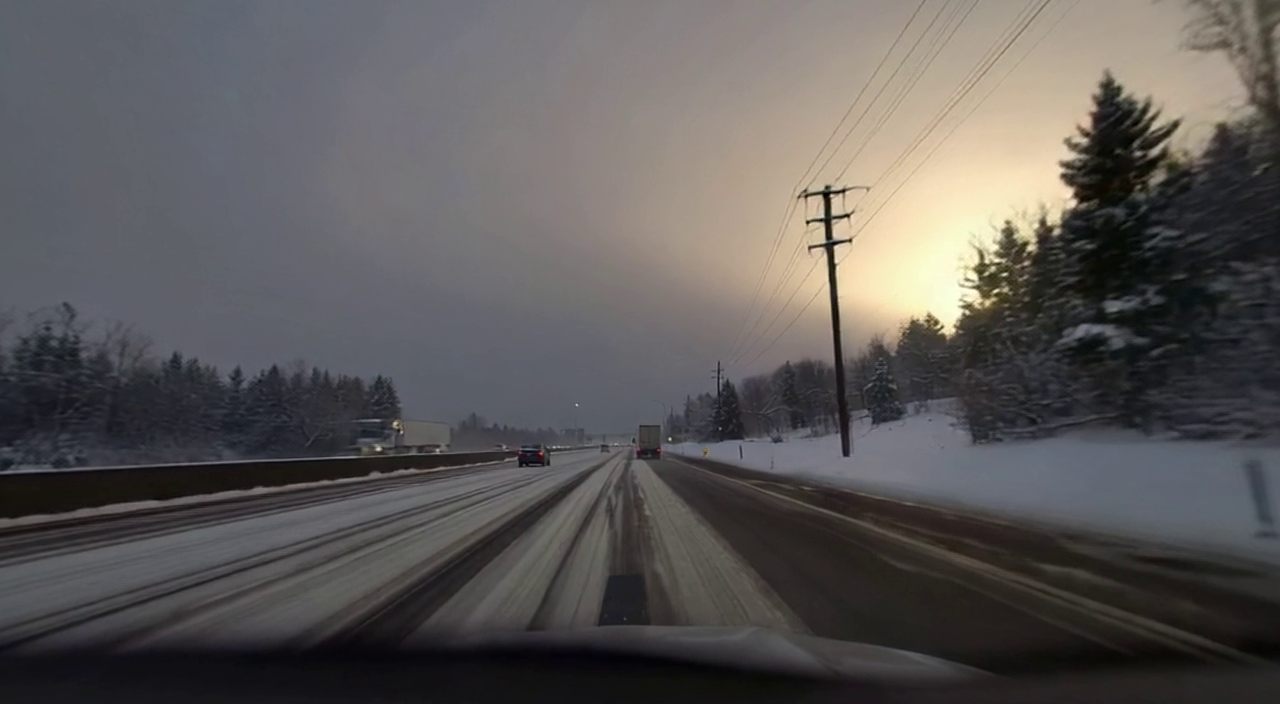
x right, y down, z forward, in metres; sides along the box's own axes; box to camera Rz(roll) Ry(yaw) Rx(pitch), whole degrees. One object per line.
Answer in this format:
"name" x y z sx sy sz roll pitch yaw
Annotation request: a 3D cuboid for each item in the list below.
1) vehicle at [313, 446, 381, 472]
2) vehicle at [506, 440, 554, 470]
"vehicle" -17.803 6.485 38.528 2.068 1.466 4.469 0 -8 -1
"vehicle" -6.408 6.021 37.103 2.064 1.642 4.389 0 -8 0
